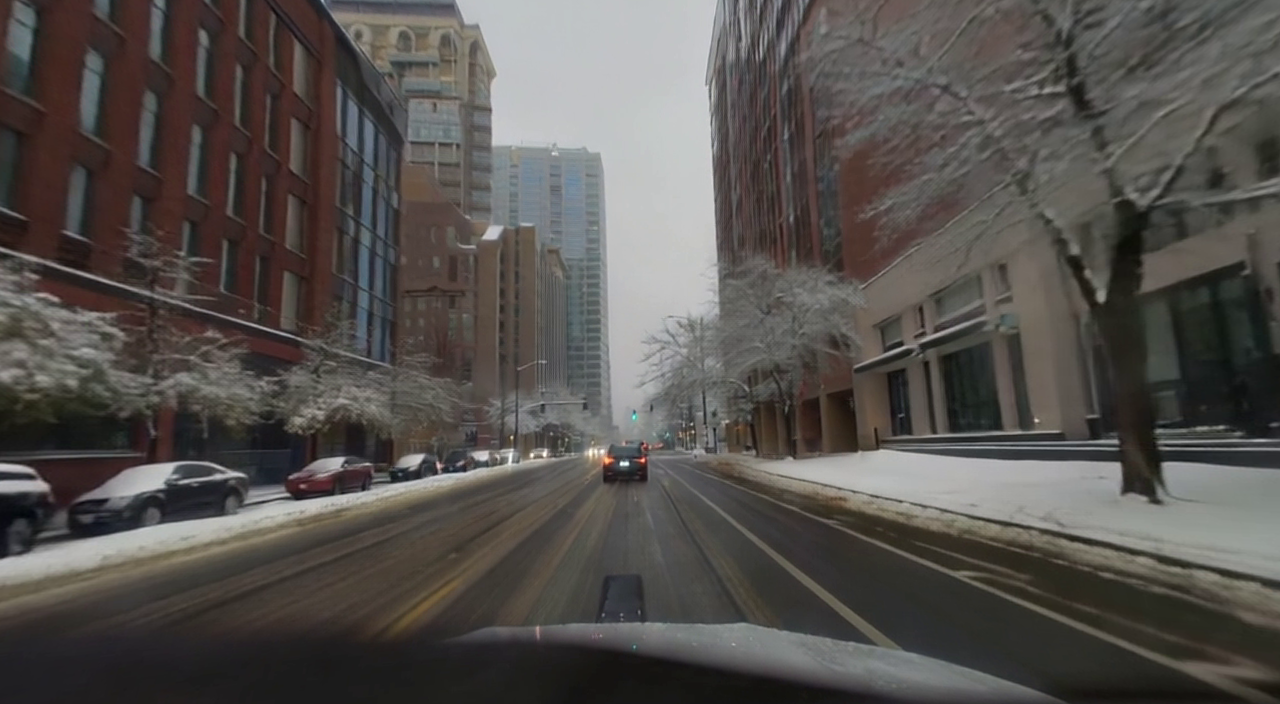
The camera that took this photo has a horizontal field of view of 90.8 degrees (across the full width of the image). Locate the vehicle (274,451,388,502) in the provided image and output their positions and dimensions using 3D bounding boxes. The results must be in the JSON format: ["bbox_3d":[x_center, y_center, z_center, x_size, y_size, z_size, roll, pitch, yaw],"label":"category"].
[{"bbox_3d":[-11.977,4.823,24.936,2.077,1.732,4.704,0,-9,0],"label":"vehicle"}]

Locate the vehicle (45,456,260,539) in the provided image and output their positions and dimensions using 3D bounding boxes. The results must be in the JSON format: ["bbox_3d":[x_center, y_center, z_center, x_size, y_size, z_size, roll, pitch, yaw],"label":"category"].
[{"bbox_3d":[-11.905,3.508,15.933,1.881,1.686,4.451,0,-9,-1],"label":"vehicle"}]

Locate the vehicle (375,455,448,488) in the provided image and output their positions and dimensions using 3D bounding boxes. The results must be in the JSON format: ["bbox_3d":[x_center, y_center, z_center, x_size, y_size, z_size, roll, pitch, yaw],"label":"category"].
[{"bbox_3d":[-11.829,6.183,33.094,1.991,1.507,4.879,0,-8,0],"label":"vehicle"}]

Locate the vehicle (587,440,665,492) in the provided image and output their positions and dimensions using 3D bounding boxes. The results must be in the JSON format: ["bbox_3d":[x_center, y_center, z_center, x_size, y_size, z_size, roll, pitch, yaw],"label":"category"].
[{"bbox_3d":[-0.432,3.615,20.361,2.269,1.479,3.980,0,-9,-1],"label":"vehicle"}]

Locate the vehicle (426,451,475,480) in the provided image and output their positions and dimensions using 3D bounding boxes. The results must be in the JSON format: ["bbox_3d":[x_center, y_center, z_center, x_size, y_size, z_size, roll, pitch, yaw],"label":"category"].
[{"bbox_3d":[-12.130,7.264,40.666,1.976,1.577,4.091,-4,-8,-1],"label":"vehicle"}]
